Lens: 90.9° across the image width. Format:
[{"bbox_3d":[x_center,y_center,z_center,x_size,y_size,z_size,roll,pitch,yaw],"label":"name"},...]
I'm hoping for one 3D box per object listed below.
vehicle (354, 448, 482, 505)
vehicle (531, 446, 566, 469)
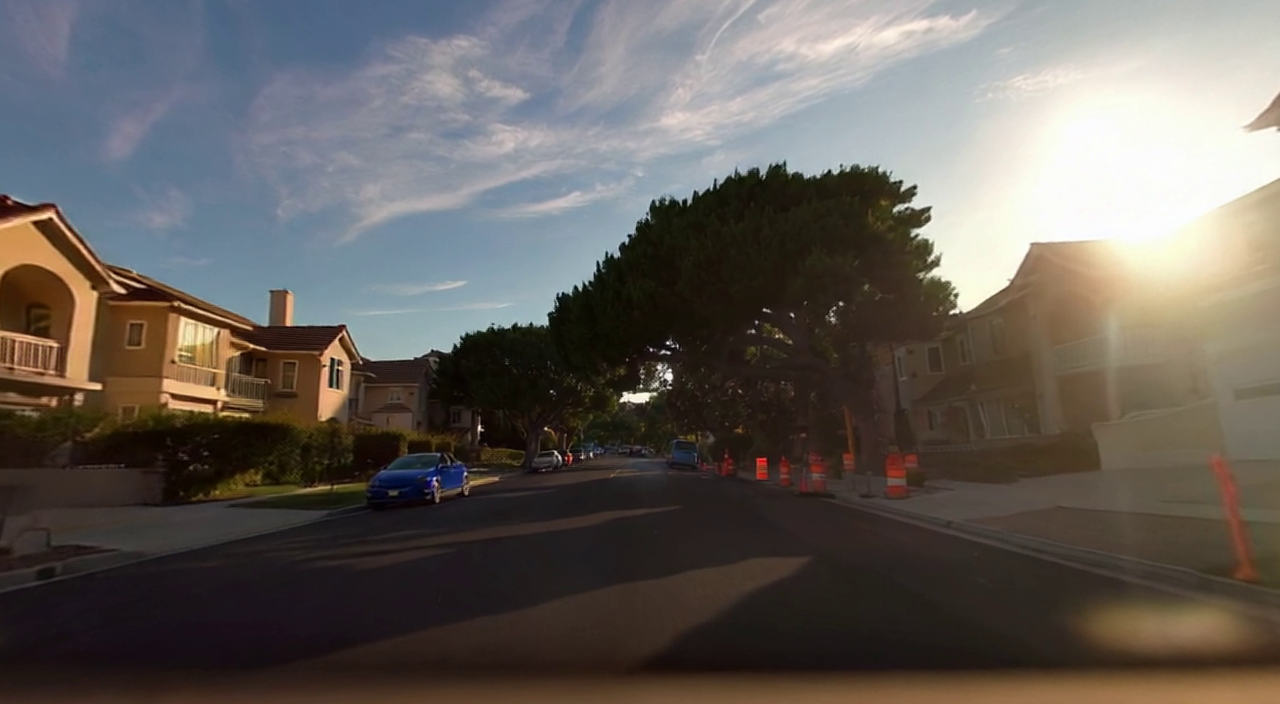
[{"bbox_3d":[-6.526,3.686,19.184,2.137,1.481,4.503,0,-9,2],"label":"vehicle"},{"bbox_3d":[-6.704,7.770,46.541,1.957,1.608,4.476,0,-9,-1],"label":"vehicle"}]
